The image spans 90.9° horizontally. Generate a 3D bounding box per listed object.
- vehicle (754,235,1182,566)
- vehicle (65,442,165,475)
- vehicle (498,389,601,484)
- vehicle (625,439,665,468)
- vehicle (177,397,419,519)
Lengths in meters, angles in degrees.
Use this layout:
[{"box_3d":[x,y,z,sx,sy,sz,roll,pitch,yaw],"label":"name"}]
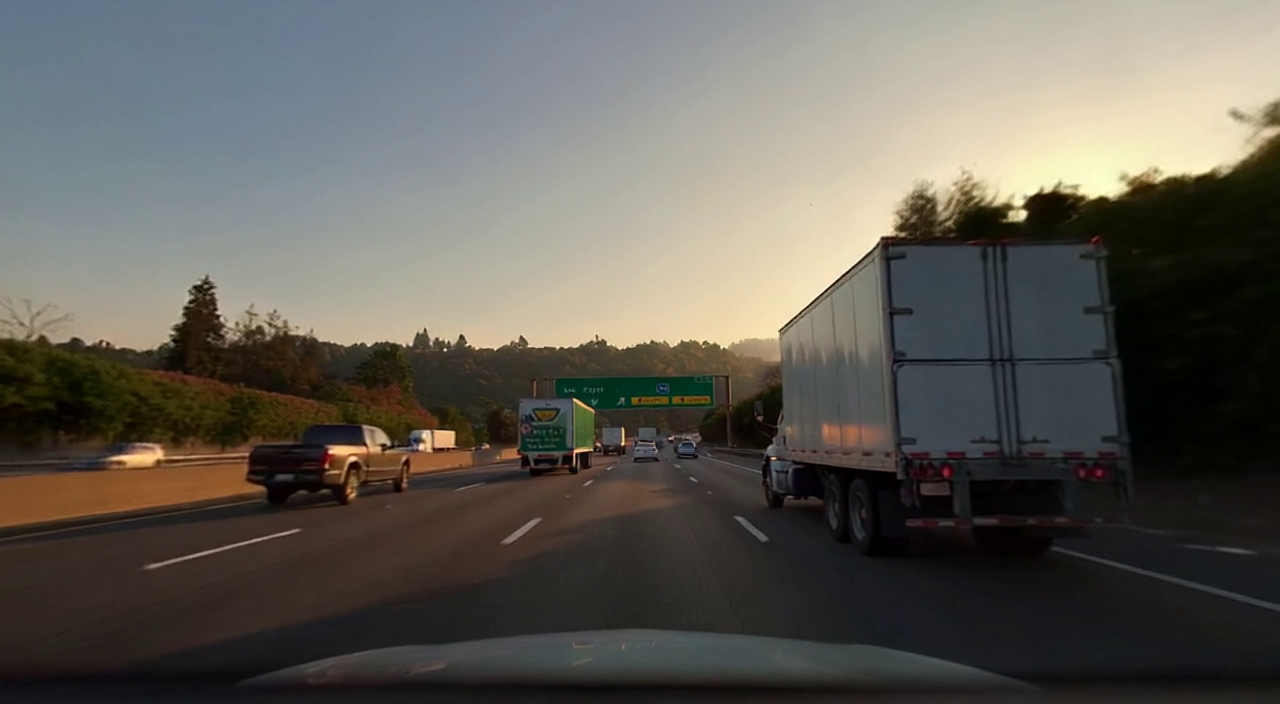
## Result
[{"box_3d":[4.043,1.008,10.410,2.895,3.484,7.631,0,-8,0],"label":"vehicle"},{"box_3d":[-31.693,6.421,38.303,1.995,1.814,4.701,0,-8,0],"label":"vehicle"},{"box_3d":[-3.264,3.379,24.914,2.745,3.156,7.608,0,-8,1],"label":"vehicle"},{"box_3d":[0.251,5.719,35.675,2.105,1.502,4.068,0,-8,0],"label":"vehicle"},{"box_3d":[-7.193,2.341,14.291,2.322,2.195,5.556,0,-8,0],"label":"vehicle"}]
